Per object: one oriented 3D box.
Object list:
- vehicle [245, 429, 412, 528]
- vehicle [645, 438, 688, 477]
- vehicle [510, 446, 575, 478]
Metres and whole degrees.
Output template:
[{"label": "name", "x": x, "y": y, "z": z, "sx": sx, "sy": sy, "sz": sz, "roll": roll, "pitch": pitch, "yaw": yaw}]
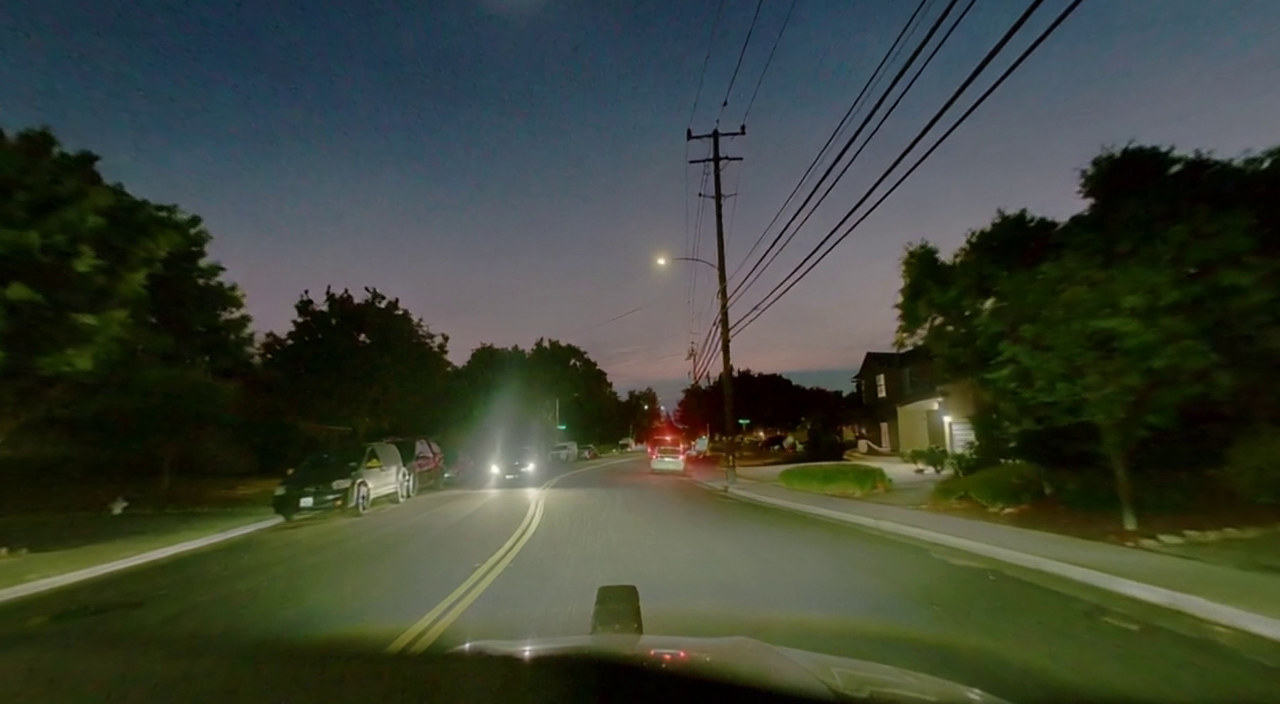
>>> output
[{"label": "vehicle", "x": -7.812, "y": 3.186, "z": 16.653, "sx": 2.312, "sy": 2.032, "sz": 5.585, "roll": -1, "pitch": -9, "yaw": -9}, {"label": "vehicle", "x": 1.351, "y": 5.374, "z": 32.509, "sx": 2.032, "sy": 1.810, "sz": 5.047, "roll": -1, "pitch": -8, "yaw": 2}, {"label": "vehicle", "x": -4.767, "y": 5.455, "z": 31.750, "sx": 2.448, "sy": 1.475, "sz": 4.568, "roll": 0, "pitch": -8, "yaw": 1}]
